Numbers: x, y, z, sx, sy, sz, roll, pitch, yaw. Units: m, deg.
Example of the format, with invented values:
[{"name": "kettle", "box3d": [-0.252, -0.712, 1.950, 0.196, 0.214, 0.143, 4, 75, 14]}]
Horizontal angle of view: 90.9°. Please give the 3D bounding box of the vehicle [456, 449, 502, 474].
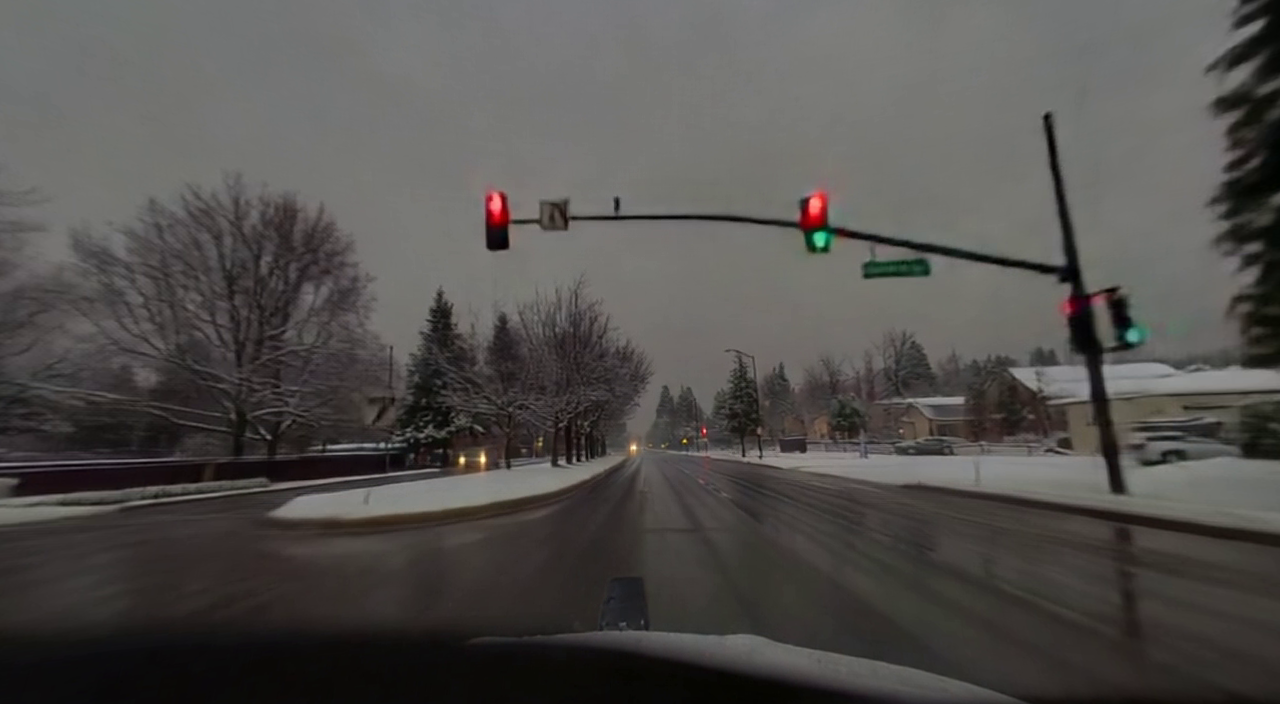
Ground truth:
[{"name": "vehicle", "box3d": [-11.880, 8.123, 46.966, 2.010, 1.733, 4.868, 0, -9, 2]}]
